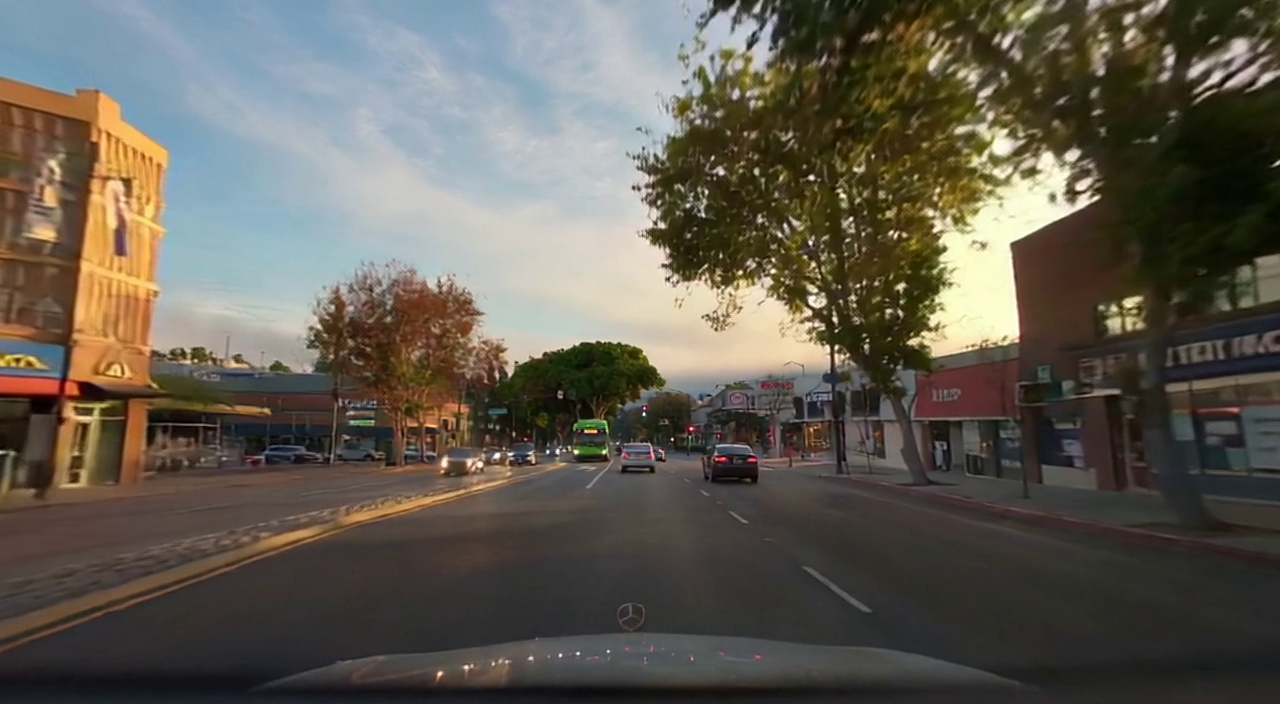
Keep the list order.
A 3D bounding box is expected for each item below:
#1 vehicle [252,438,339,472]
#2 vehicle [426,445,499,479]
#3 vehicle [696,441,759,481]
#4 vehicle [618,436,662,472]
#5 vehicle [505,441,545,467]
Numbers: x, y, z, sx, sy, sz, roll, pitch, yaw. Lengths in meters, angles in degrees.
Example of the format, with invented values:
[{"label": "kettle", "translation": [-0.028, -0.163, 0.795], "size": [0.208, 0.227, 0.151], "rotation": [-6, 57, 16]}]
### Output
[{"label": "vehicle", "translation": [-22.102, 6.652, 40.844], "size": [2.306, 1.967, 6.392], "rotation": [1, -9, -3]}, {"label": "vehicle", "translation": [-8.315, 5.181, 29.988], "size": [2.228, 1.476, 4.162], "rotation": [0, -8, 0]}, {"label": "vehicle", "translation": [3.658, 4.609, 26.985], "size": [2.046, 1.540, 3.883], "rotation": [0, -8, -1]}, {"label": "vehicle", "translation": [-0.032, 5.618, 34.883], "size": [2.301, 1.837, 4.411], "rotation": [0, -8, -1]}, {"label": "vehicle", "translation": [-8.537, 7.569, 47.042], "size": [2.154, 1.832, 4.820], "rotation": [0, -8, -1]}]
